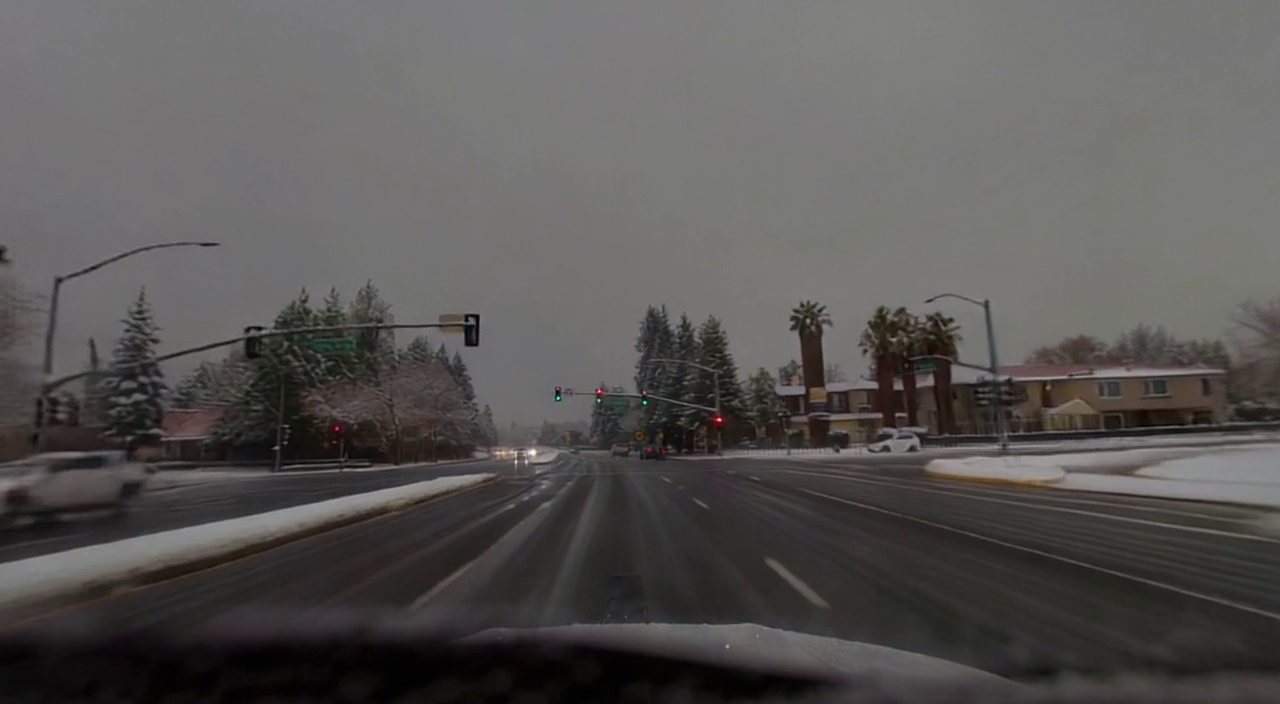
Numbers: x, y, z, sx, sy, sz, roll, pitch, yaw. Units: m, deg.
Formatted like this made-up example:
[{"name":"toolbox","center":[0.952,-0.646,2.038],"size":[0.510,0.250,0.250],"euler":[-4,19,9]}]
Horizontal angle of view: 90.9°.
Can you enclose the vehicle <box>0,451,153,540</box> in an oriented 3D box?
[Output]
[{"name":"vehicle","center":[-13.133,3.020,13.533],"size":[2.017,1.611,4.403],"euler":[-3,-8,-3]}]
